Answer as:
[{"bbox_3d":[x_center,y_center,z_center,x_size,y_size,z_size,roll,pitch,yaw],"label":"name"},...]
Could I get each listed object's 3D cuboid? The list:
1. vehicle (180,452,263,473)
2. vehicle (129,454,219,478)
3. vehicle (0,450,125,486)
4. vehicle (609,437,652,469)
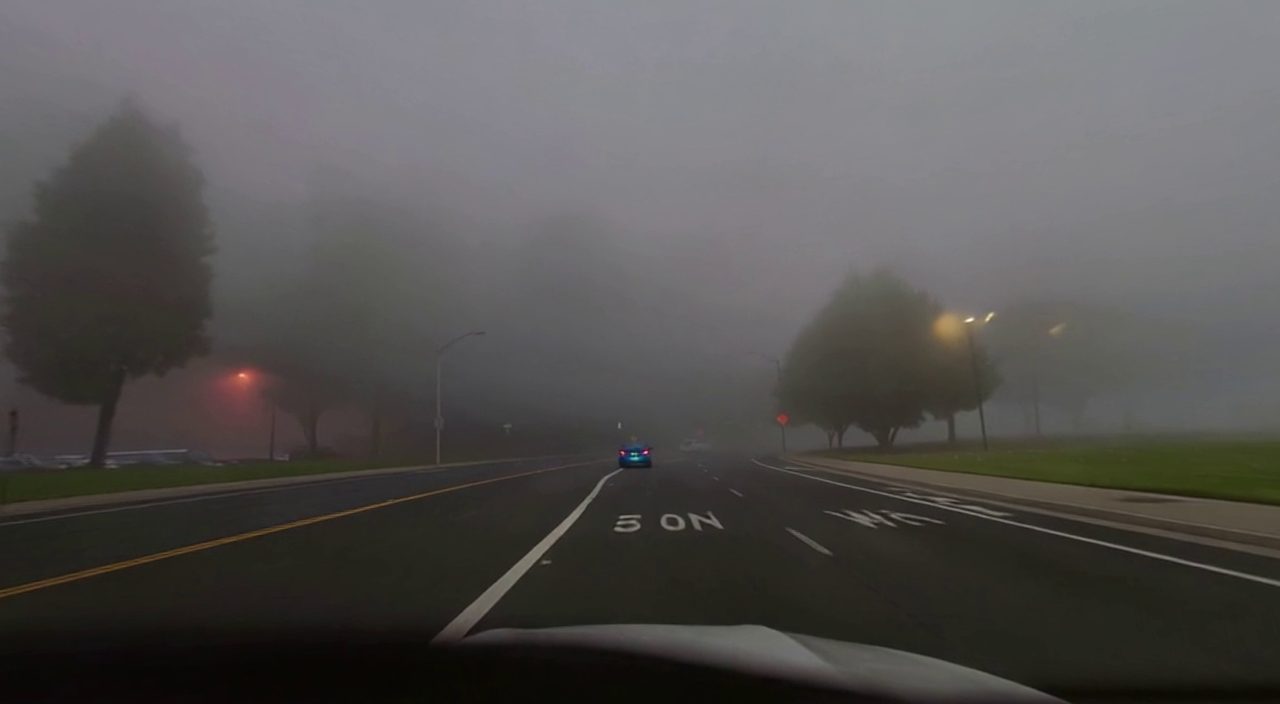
[{"bbox_3d":[-30.227,7.982,45.610,4.614,1.431,1.926,-1,-8,2],"label":"vehicle"},{"bbox_3d":[-29.957,7.324,40.635,4.309,1.433,1.818,0,-8,-1],"label":"vehicle"},{"bbox_3d":[-30.313,6.000,32.798,4.923,1.697,2.209,0,-8,-4],"label":"vehicle"},{"bbox_3d":[-0.432,5.251,32.982,1.978,1.499,3.915,-1,-8,4],"label":"vehicle"}]
